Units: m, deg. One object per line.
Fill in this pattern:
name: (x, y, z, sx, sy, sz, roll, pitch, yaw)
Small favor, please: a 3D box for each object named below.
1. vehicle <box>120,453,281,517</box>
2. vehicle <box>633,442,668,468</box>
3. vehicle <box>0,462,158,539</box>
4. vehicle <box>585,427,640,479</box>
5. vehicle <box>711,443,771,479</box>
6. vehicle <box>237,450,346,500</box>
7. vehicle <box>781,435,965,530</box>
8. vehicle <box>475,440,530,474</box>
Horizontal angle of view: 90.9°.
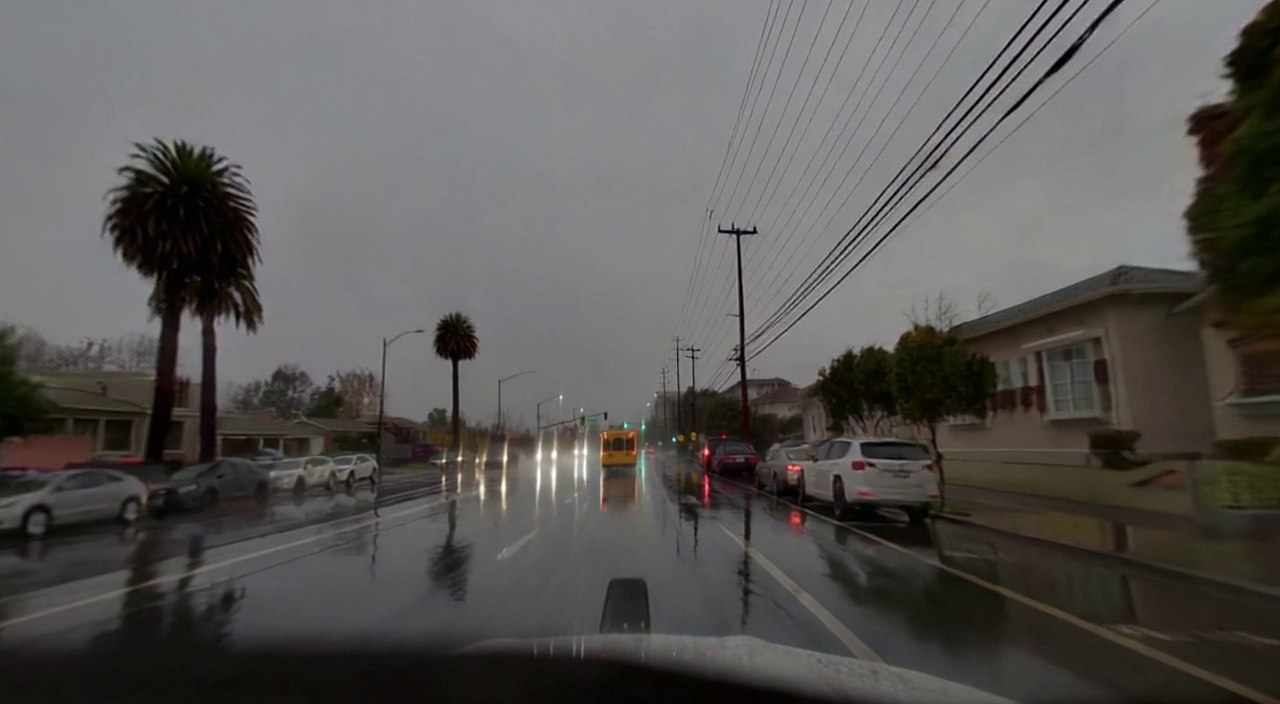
vehicle: (-13.644, 4.105, 20.013, 1.979, 1.509, 4.763, -3, -7, -4)
vehicle: (0.691, 6.372, 39.114, 2.063, 1.495, 3.849, 0, -8, 1)
vehicle: (-13.150, 3.292, 14.068, 1.841, 1.356, 3.938, -6, -8, -2)
vehicle: (-1.190, 4.299, 27.036, 2.168, 2.040, 4.527, 0, -8, -3)
vehicle: (4.376, 4.801, 28.032, 1.838, 1.458, 4.750, 0, -8, -1)
vehicle: (-14.147, 4.977, 25.943, 2.041, 1.643, 4.665, -4, -9, -3)
vehicle: (4.247, 2.431, 12.364, 1.946, 1.530, 4.240, 0, -8, -1)
vehicle: (-7.912, 6.049, 36.652, 2.096, 1.798, 4.831, 0, -8, 0)
